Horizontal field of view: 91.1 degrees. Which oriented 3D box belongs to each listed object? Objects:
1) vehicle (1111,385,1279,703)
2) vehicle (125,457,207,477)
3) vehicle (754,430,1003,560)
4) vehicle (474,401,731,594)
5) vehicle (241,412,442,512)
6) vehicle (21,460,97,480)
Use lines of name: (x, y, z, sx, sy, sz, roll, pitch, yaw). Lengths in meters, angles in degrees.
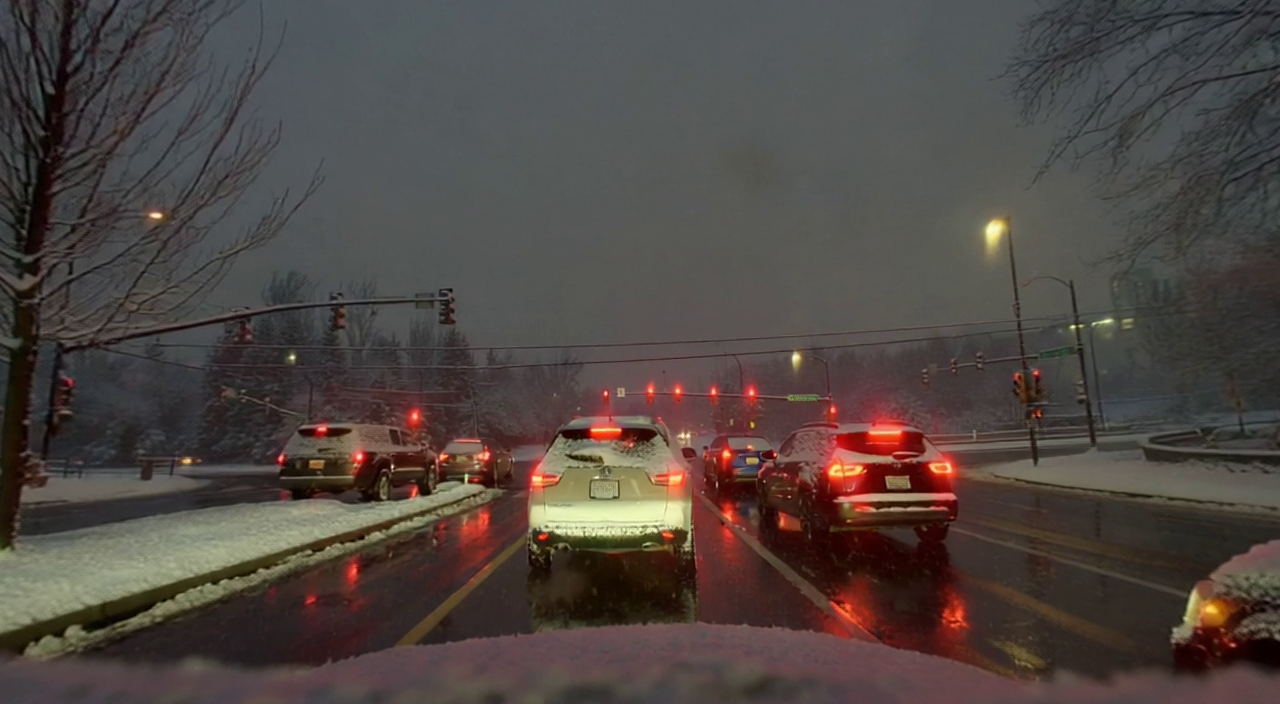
vehicle: (3.309, 0.672, 0.840, 1.980, 1.515, 4.362, 0, -8, 1)
vehicle: (-37.338, 9.052, 49.472, 4.914, 1.487, 1.850, 0, -8, 0)
vehicle: (3.154, 1.977, 9.500, 1.971, 1.473, 4.495, 0, -8, 0)
vehicle: (-0.321, 1.585, 7.642, 2.256, 1.694, 4.055, 0, -8, 0)
vehicle: (-6.721, 2.556, 15.015, 2.214, 1.953, 5.017, 0, -8, 1)
vehicle: (-45.672, 9.269, 49.396, 4.232, 1.498, 1.791, 0, -8, 1)
